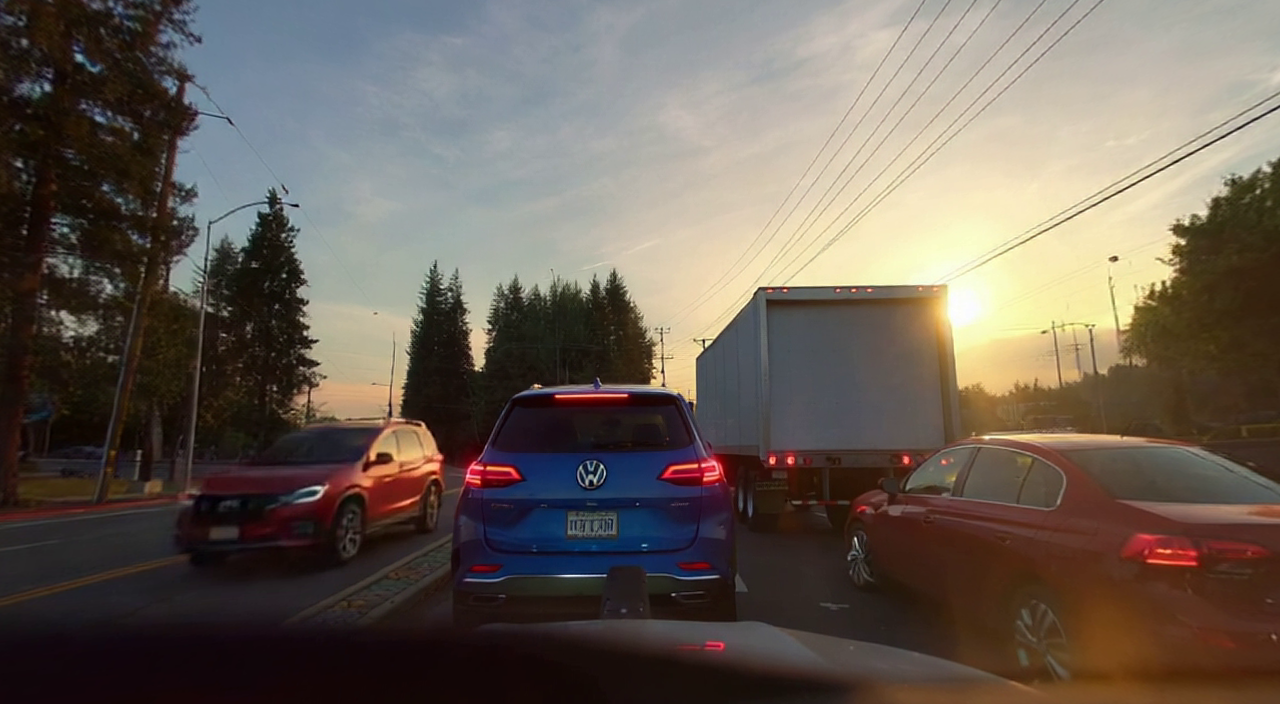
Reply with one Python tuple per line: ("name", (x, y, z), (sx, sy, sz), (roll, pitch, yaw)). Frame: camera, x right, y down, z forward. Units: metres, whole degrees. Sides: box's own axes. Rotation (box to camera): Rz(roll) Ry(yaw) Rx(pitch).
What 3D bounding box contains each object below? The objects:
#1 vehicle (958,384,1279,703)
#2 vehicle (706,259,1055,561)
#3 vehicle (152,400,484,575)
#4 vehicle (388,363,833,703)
("vehicle", (2.820, 0.747, 1.195), (1.971, 1.484, 4.728), (0, -8, 0))
("vehicle", (3.236, 1.267, 11.827), (2.915, 3.559, 8.848), (0, -8, -1))
("vehicle", (-4.071, 1.827, 9.373), (2.119, 1.835, 5.261), (0, -8, 0))
("vehicle", (-0.140, 1.228, 5.196), (2.114, 1.732, 4.230), (0, -8, 0))
